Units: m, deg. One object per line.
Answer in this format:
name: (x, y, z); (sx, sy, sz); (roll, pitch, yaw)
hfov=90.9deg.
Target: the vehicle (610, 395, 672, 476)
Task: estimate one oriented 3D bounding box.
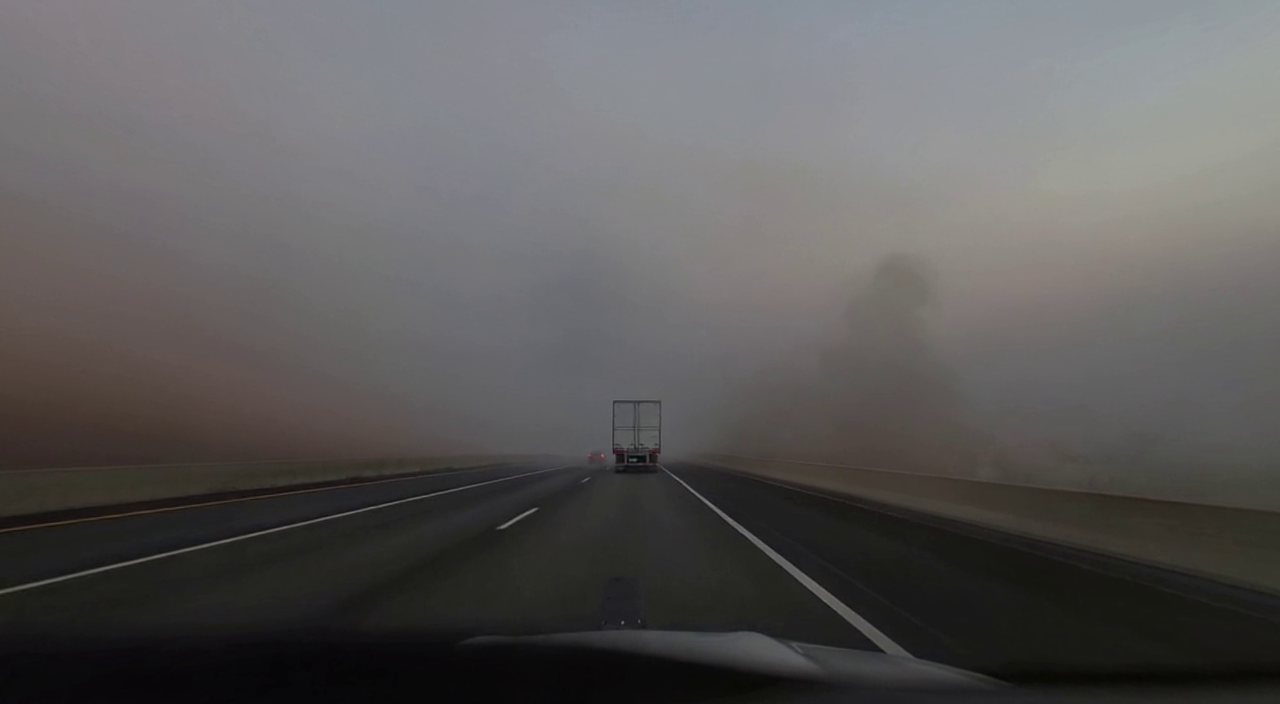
vehicle: (0.033, 4.758, 34.972); (2.959, 3.828, 9.617); (0, -9, 0)
